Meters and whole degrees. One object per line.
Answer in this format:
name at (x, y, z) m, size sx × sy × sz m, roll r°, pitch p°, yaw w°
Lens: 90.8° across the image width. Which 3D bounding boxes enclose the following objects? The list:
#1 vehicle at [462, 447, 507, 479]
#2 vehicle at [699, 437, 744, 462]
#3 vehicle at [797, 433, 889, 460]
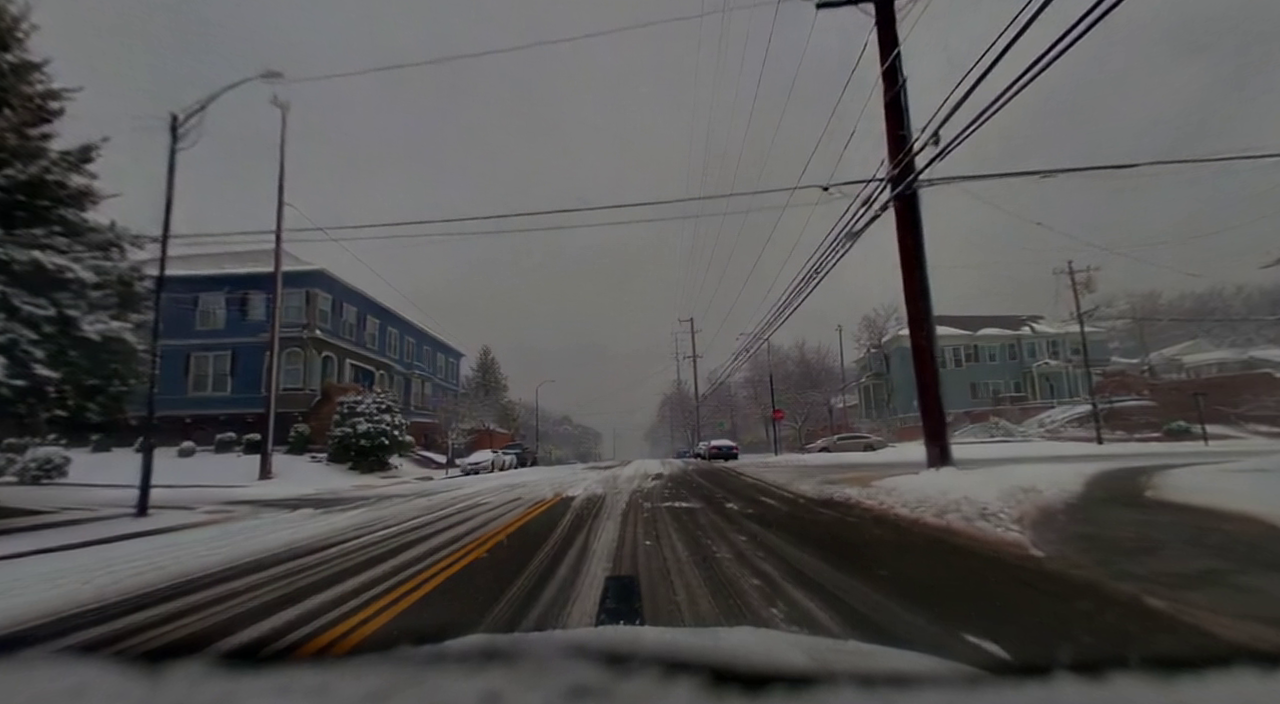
vehicle at (-9.698, 6.896, 39.724) m, size 1.900 × 1.683 × 4.486 m, roll -5°, pitch -8°, yaw -4°
vehicle at (5.314, 6.440, 41.726) m, size 2.059 × 1.502 × 4.824 m, roll 0°, pitch -8°, yaw -4°
vehicle at (11.178, 5.195, 34.887) m, size 4.336 × 1.424 × 1.954 m, roll 1°, pitch -9°, yaw -10°
